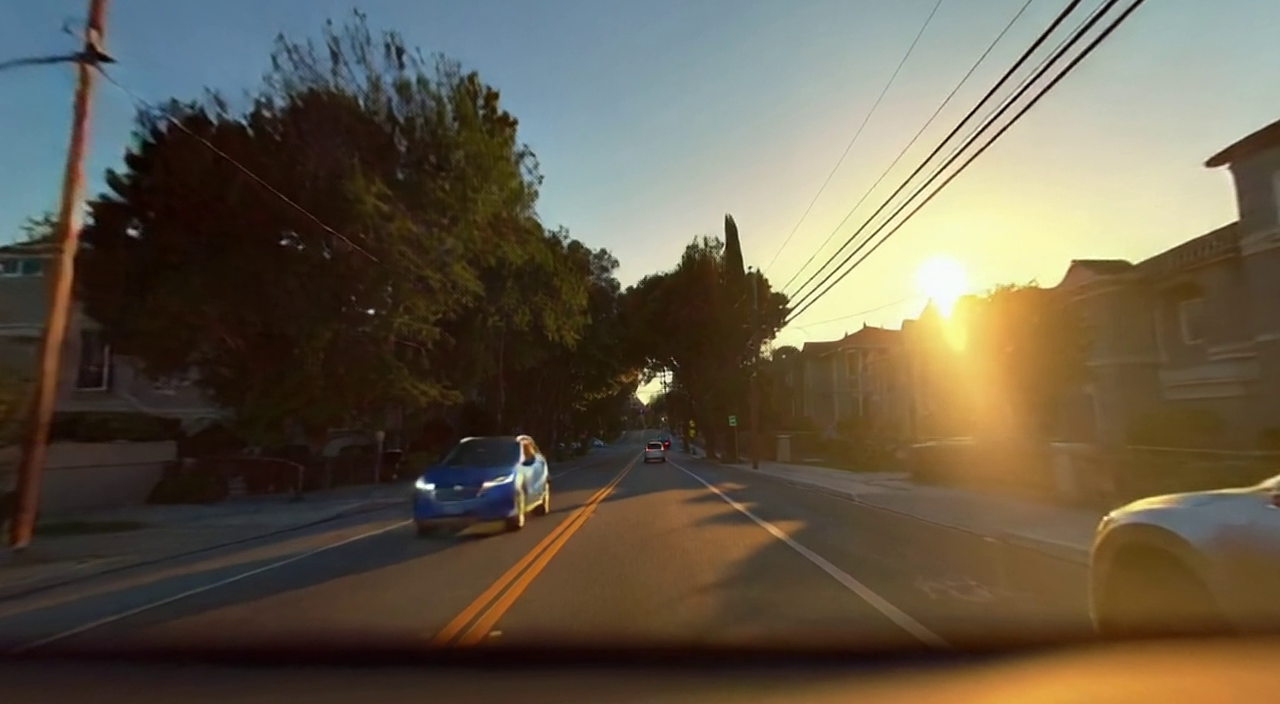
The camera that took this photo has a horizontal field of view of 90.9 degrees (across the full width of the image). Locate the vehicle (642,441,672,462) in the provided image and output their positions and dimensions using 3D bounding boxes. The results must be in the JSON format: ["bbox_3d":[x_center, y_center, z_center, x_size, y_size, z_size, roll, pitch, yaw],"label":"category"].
[{"bbox_3d":[1.246,7.485,47.367,2.097,1.463,4.043,0,-8,0],"label":"vehicle"}]

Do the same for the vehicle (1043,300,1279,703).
[{"bbox_3d":[3.447,0.574,1.242,2.130,1.863,4.844,0,-9,1],"label":"vehicle"}]

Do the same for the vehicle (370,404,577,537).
[{"bbox_3d":[-2.863,2.266,12.740,2.469,2.023,5.896,0,-8,1],"label":"vehicle"}]
